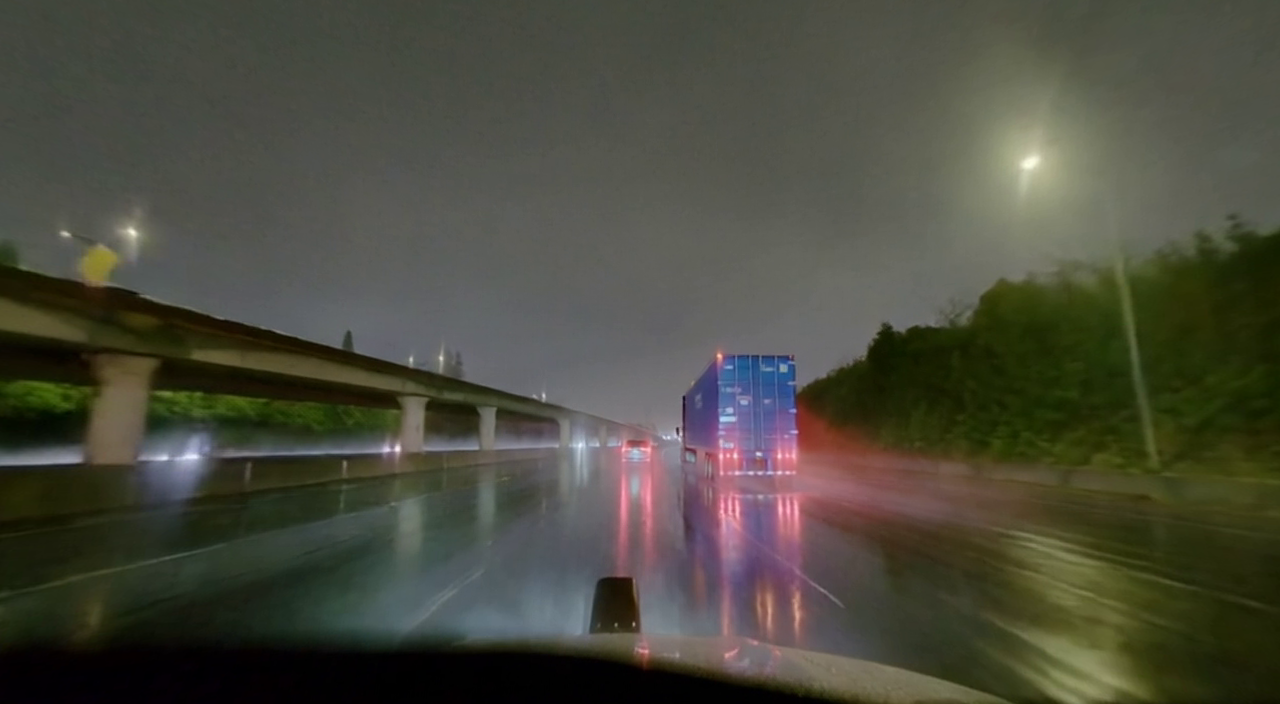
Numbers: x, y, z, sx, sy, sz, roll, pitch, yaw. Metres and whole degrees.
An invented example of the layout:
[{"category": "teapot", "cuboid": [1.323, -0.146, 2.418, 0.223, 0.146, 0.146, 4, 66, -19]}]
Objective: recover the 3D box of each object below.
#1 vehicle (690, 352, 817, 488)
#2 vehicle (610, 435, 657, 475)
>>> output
[{"category": "vehicle", "cuboid": [3.759, 2.771, 23.951, 2.964, 4.063, 10.072, 0, -9, 0]}, {"category": "vehicle", "cuboid": [-0.258, 4.856, 29.988, 2.077, 1.716, 4.514, 0, -9, 0]}]
